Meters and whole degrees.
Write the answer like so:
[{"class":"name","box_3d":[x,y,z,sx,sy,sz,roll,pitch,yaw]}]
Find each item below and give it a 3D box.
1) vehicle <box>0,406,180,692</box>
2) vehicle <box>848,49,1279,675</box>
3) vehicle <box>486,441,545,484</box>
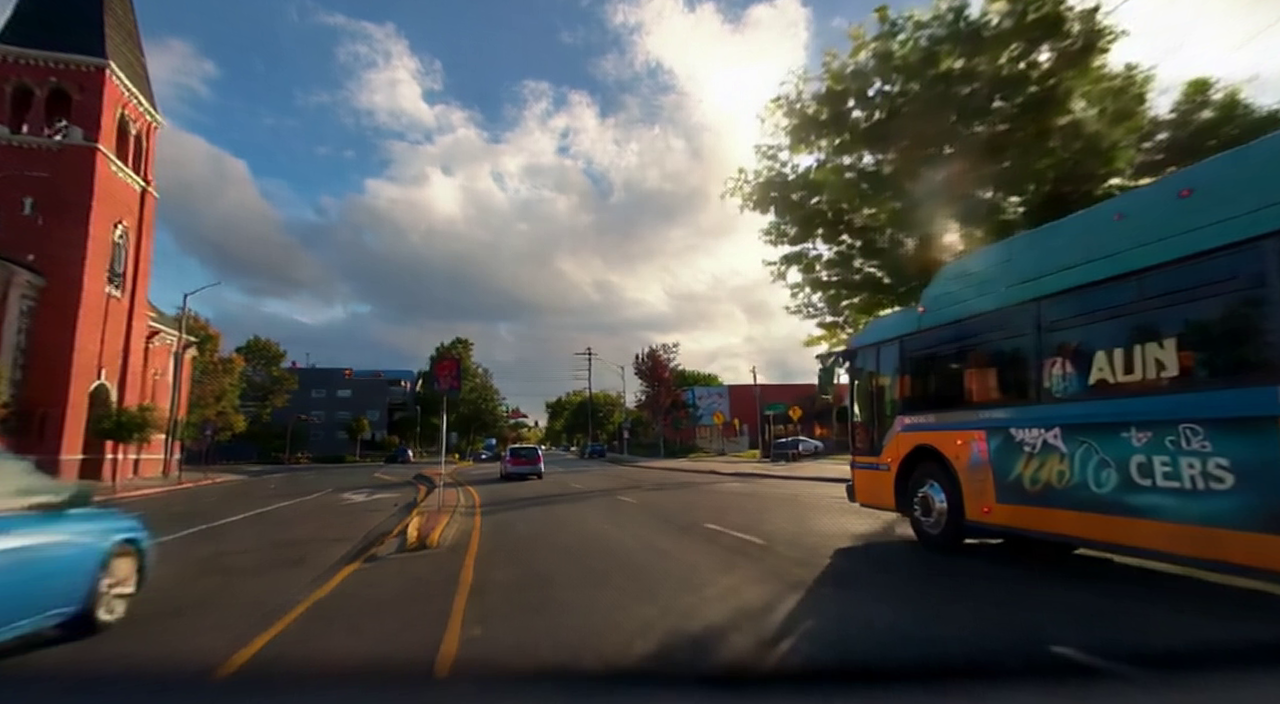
[{"class":"vehicle","box_3d":[-4.631,1.089,3.287,2.060,1.624,4.179,2,-9,-13]},{"class":"vehicle","box_3d":[5.073,-0.093,2.526,3.028,3.353,12.630,1,-9,-6]},{"class":"vehicle","box_3d":[-5.341,4.619,26.725,2.032,1.621,4.082,2,-9,-17]}]
